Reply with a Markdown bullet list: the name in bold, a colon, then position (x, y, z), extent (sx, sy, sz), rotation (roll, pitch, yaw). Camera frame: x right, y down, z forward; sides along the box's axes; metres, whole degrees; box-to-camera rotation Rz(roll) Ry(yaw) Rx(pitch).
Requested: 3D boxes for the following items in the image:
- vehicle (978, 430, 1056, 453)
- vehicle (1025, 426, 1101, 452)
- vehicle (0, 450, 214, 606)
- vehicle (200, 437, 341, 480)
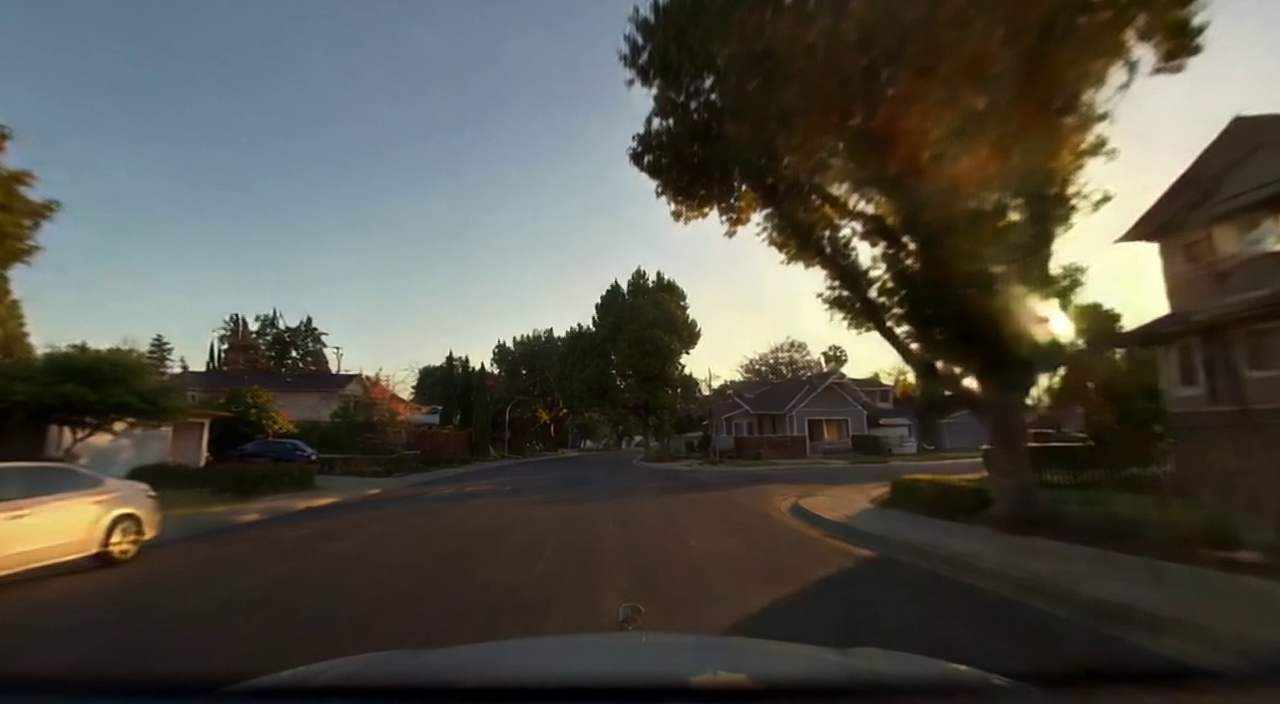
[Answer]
- **vehicle**: position (26.084, 6.235, 43.846), extent (1.845, 1.450, 4.991), rotation (3, -9, -8)
- **vehicle**: position (29.299, 6.063, 43.859), extent (1.794, 1.635, 4.469), rotation (-1, -9, -6)
- **vehicle**: position (-7.343, 1.855, 6.767), extent (2.069, 1.487, 5.470), rotation (-1, -9, -4)
- **vehicle**: position (-16.176, 4.679, 27.859), extent (4.837, 1.785, 2.115), rotation (1, -8, -6)
